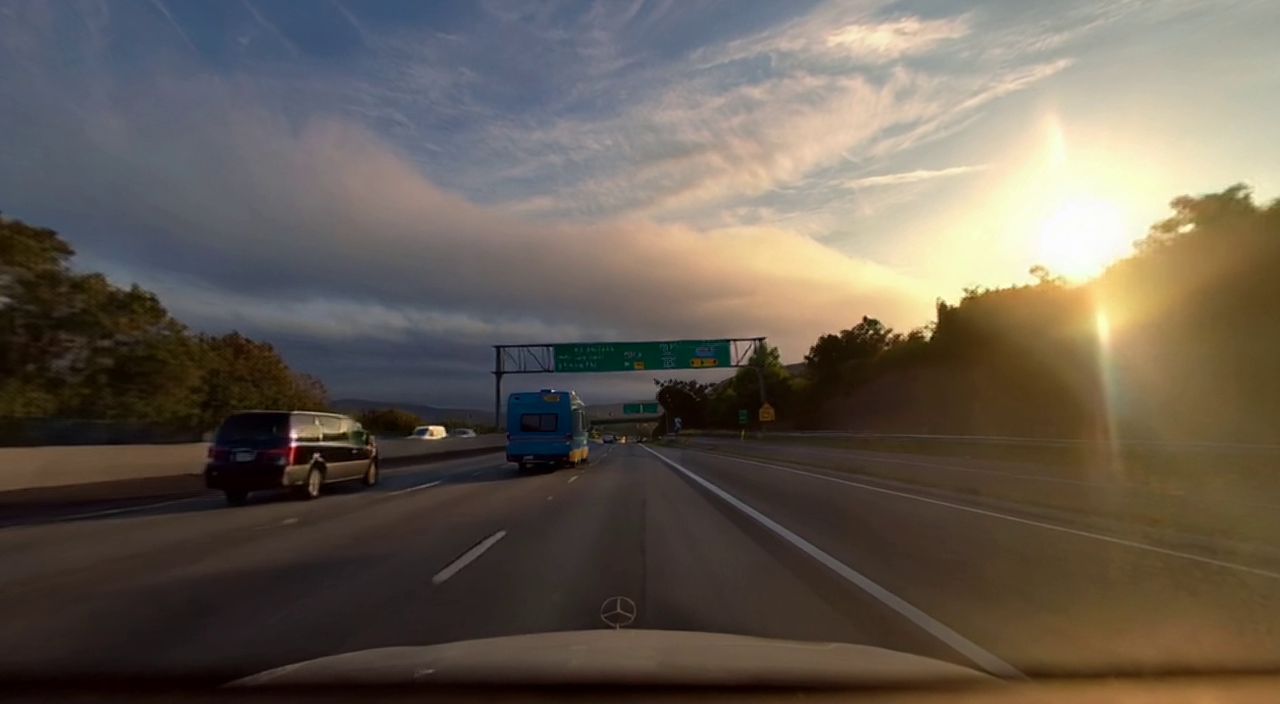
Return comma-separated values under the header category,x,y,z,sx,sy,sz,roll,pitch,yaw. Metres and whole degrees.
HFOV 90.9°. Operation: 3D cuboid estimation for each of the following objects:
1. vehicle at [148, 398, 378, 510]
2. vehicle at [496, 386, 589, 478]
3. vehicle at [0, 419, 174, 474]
category,x,y,z,sx,sy,sz,roll,pitch,yaw
vehicle,-7.220,1.981,12.734,2.045,1.873,4.202,0,-7,-1
vehicle,-3.766,3.310,26.192,2.676,3.269,7.388,0,-7,0
vehicle,-17.033,2.868,19.446,1.858,1.486,4.528,0,-7,-1
